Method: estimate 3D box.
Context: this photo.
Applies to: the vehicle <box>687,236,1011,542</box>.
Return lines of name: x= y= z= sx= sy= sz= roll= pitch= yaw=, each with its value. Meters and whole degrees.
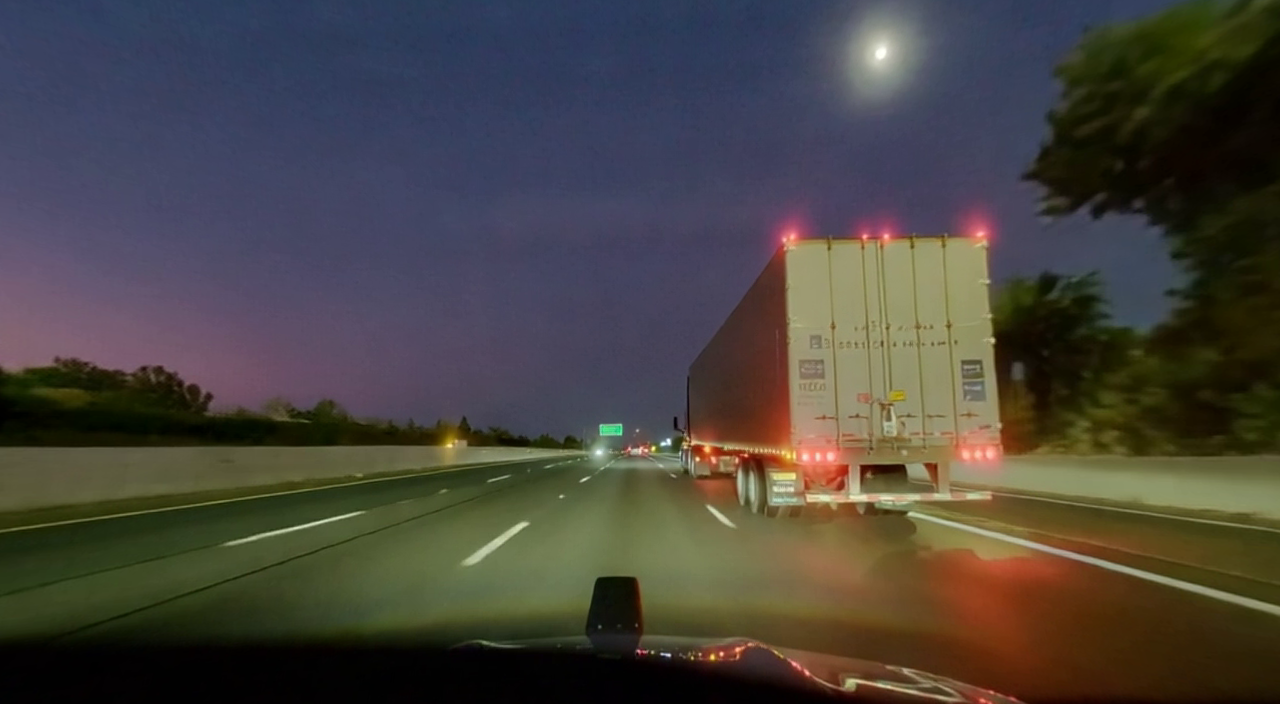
vehicle: x=3.372 y=1.681 z=16.692 sx=2.743 sy=4.160 sz=16.408 roll=0 pitch=-9 yaw=-1
